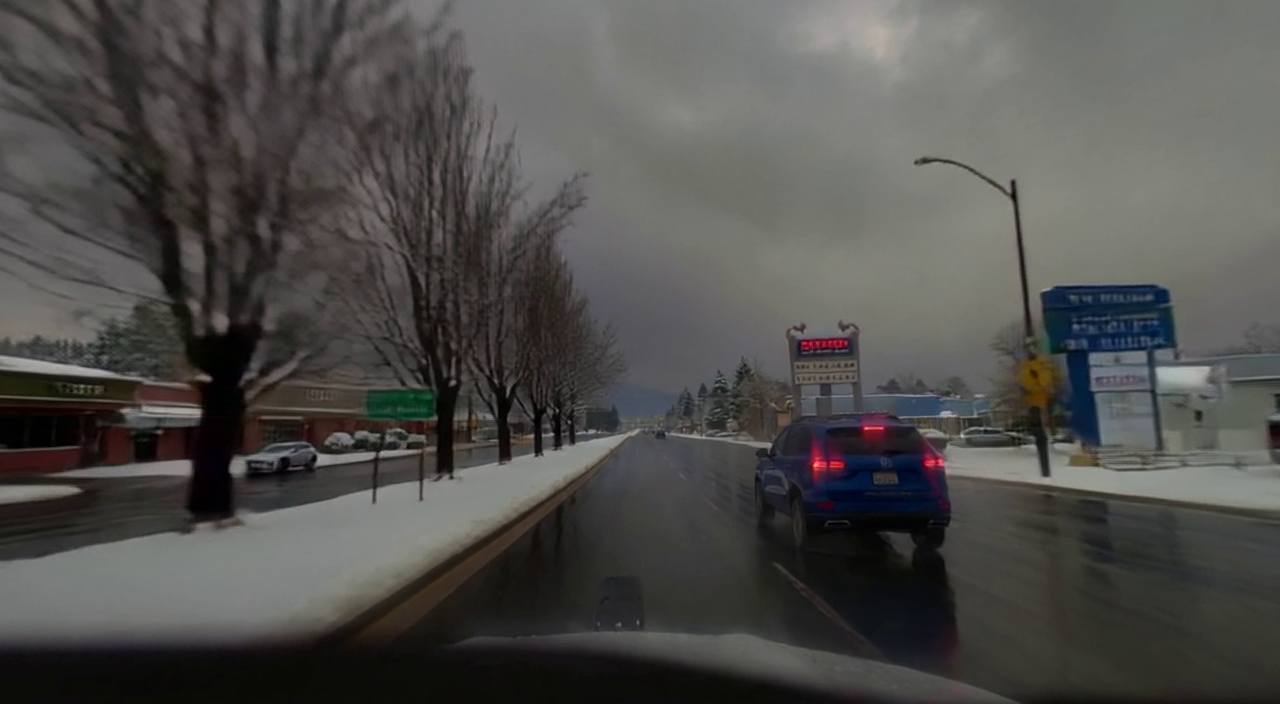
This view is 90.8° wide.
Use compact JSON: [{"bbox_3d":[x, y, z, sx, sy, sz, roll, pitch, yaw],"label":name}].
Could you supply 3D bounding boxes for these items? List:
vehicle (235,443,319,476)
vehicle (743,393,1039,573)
[{"bbox_3d":[-19.409,5.729,34.021,1.988,1.634,4.301,0,-9,-1],"label":"vehicle"},{"bbox_3d":[2.898,1.659,8.706,2.130,1.790,4.615,0,-9,0],"label":"vehicle"}]
